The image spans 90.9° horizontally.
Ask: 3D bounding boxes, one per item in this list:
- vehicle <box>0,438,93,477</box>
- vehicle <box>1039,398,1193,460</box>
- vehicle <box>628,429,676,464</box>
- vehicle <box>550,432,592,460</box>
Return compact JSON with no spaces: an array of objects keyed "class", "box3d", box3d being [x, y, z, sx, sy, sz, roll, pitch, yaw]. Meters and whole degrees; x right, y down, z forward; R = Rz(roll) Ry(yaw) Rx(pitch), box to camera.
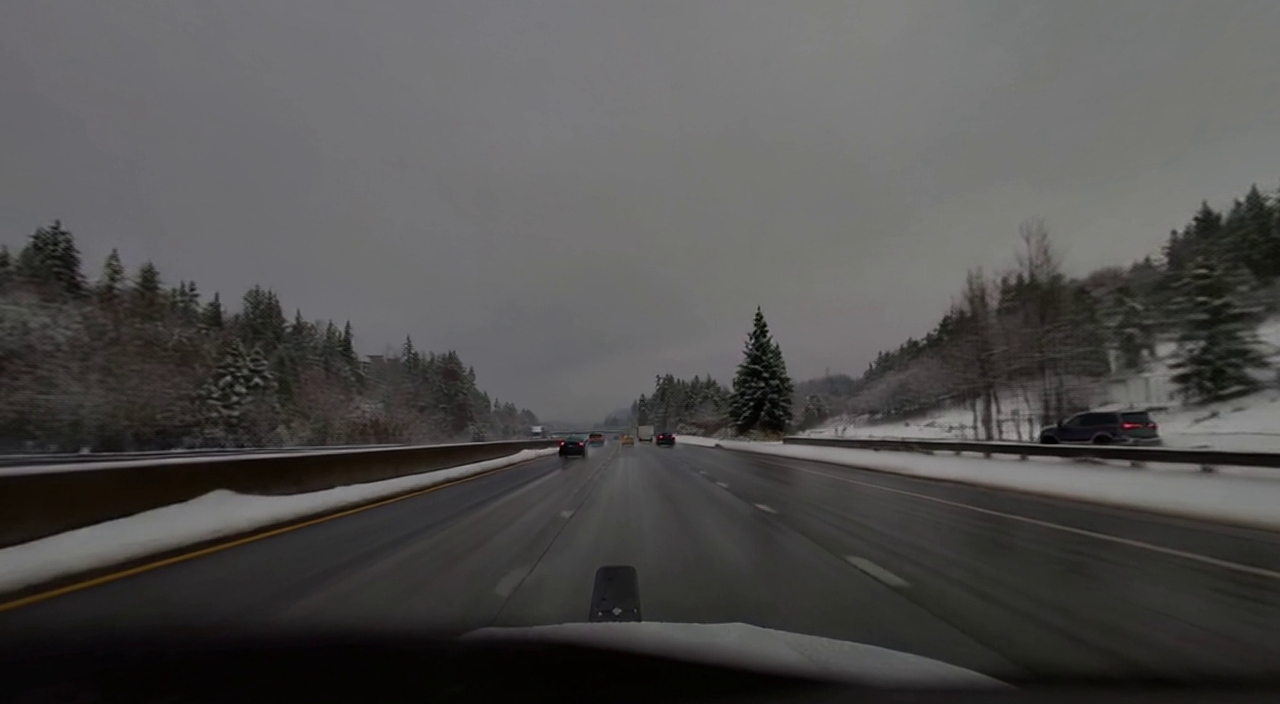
[{"class":"vehicle","box3d":[-40.310,6.917,41.828,2.170,2.315,6.584,0,-8,-1]},{"class":"vehicle","box3d":[21.439,3.574,28.905,2.232,2.540,6.015,0,-8,-1]},{"class":"vehicle","box3d":[0.499,4.557,30.571,2.086,1.554,3.875,0,-8,-2]},{"class":"vehicle","box3d":[-3.922,5.427,36.583,2.014,1.471,4.380,0,-8,-1]}]
